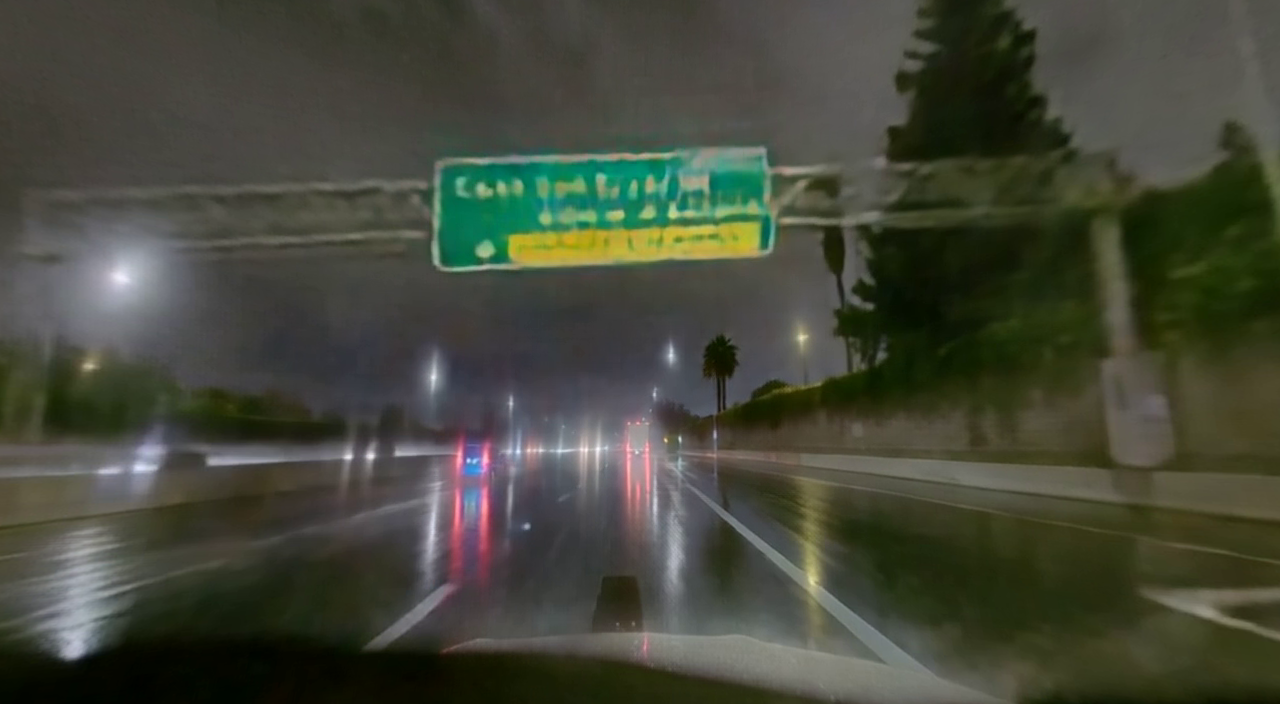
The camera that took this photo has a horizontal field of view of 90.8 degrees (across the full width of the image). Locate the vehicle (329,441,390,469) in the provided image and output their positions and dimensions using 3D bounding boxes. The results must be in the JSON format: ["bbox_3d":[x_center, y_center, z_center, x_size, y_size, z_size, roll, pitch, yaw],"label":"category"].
[{"bbox_3d":[-19.971,7.356,45.232,2.083,1.844,4.974,0,-9,0],"label":"vehicle"}]

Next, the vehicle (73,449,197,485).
[{"bbox_3d":[-22.725,5.151,28.685,1.897,1.484,4.535,0,-9,-1],"label":"vehicle"}]

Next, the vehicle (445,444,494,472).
[{"bbox_3d":[-10.648,6.616,39.758,1.897,1.653,4.113,0,-9,0],"label":"vehicle"}]
